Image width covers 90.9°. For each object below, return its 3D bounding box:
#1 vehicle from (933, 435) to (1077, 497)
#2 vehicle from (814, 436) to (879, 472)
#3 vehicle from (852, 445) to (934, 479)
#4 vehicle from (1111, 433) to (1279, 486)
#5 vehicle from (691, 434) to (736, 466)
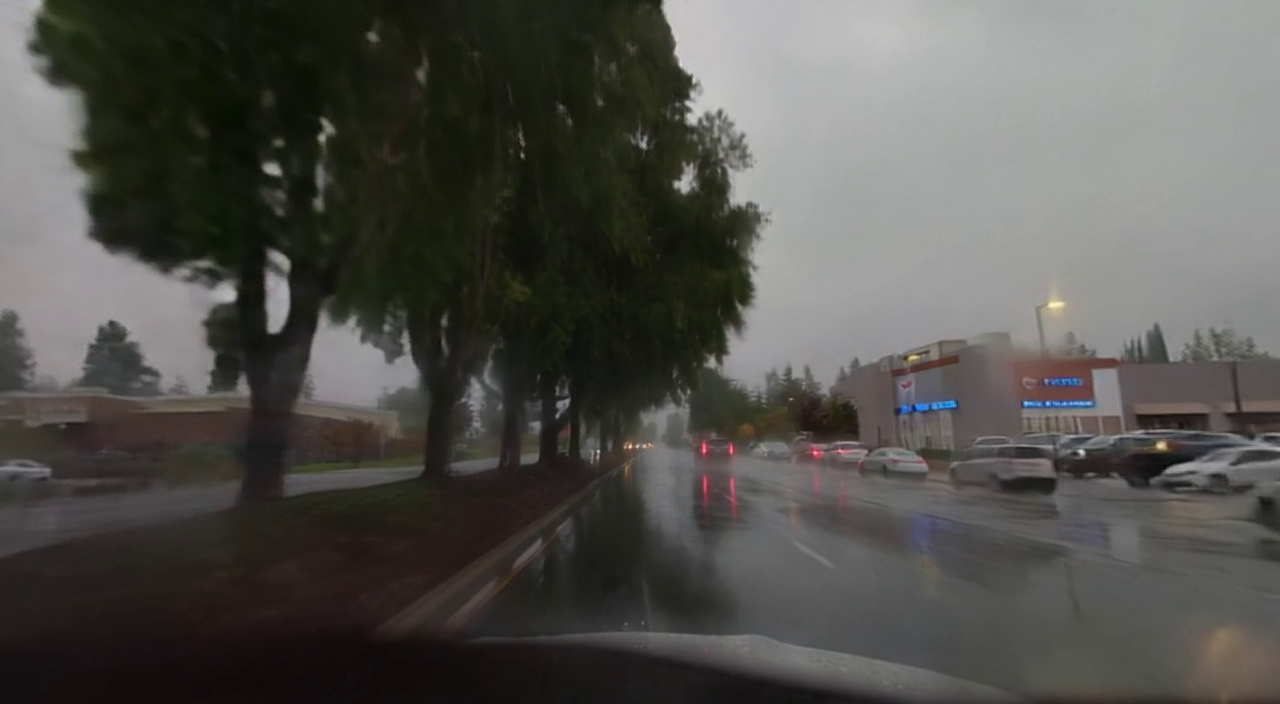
[{"bbox_3d":[10.794,3.378,19.094,1.958,1.654,4.258,0,-9,3],"label":"vehicle"},{"bbox_3d":[11.053,5.487,34.085,1.959,1.751,4.961,0,-9,2],"label":"vehicle"},{"bbox_3d":[10.946,4.783,27.630,1.824,1.364,4.238,0,-9,0],"label":"vehicle"},{"bbox_3d":[18.329,3.434,20.396,4.562,1.485,1.889,-2,-7,1],"label":"vehicle"},{"bbox_3d":[4.489,6.053,39.155,2.183,1.845,4.482,0,-9,0],"label":"vehicle"}]
